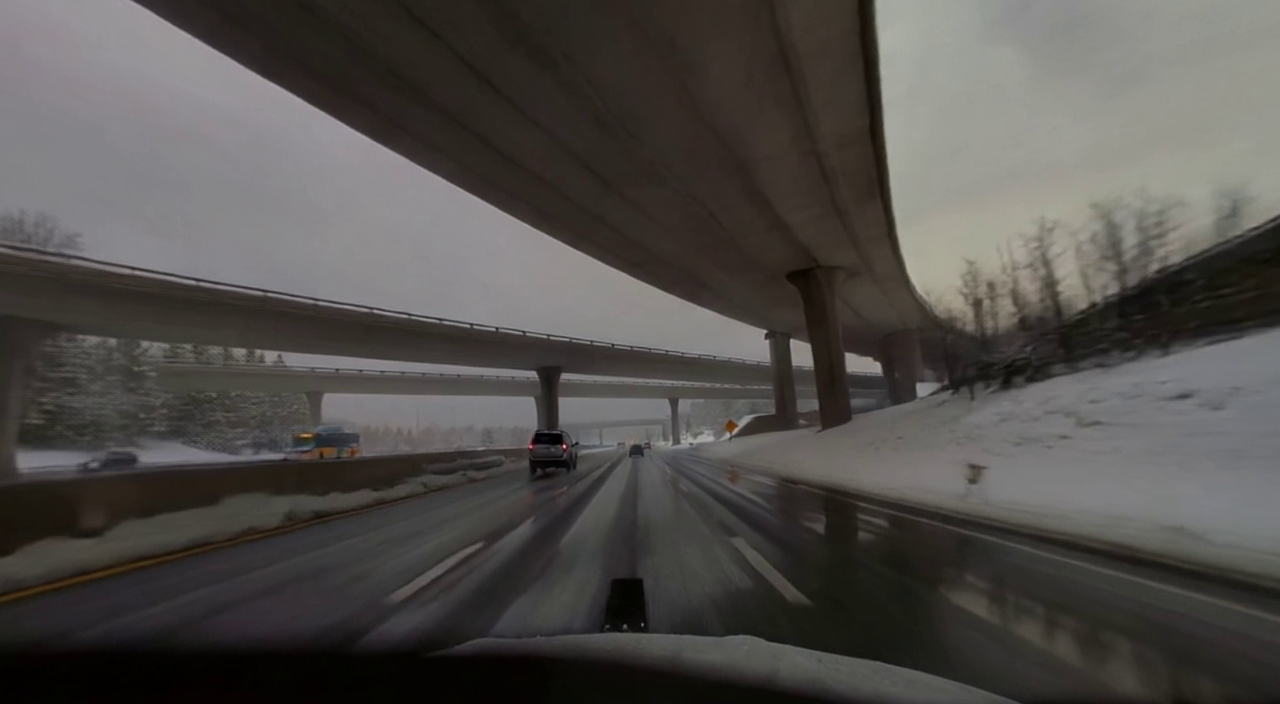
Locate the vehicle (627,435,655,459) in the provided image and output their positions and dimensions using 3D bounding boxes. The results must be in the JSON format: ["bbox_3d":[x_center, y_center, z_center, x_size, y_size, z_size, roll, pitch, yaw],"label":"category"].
[{"bbox_3d":[0.024,7.212,47.816,2.052,1.711,4.223,0,-8,-1],"label":"vehicle"}]

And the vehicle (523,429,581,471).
[{"bbox_3d":[-4.292,4.874,31.510,2.147,1.918,4.834,0,-8,1],"label":"vehicle"}]

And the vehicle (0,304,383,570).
[{"bbox_3d":[-7.570,1.476,10.856,2.872,2.890,7.923,0,-9,0],"label":"vehicle"}]
